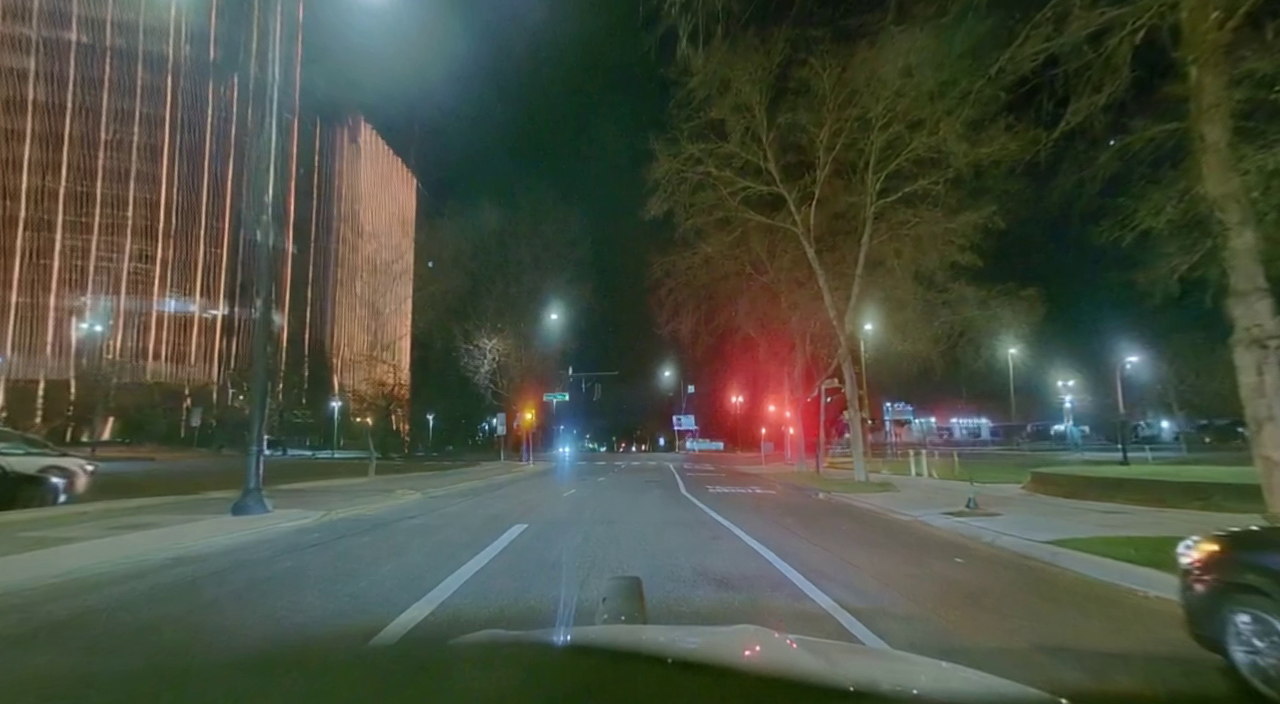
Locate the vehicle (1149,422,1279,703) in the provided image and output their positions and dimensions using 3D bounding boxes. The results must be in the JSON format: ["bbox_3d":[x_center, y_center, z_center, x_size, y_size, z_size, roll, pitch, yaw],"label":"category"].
[{"bbox_3d":[3.945,0.834,1.352,1.967,1.469,4.574,0,-9,2],"label":"vehicle"}]
